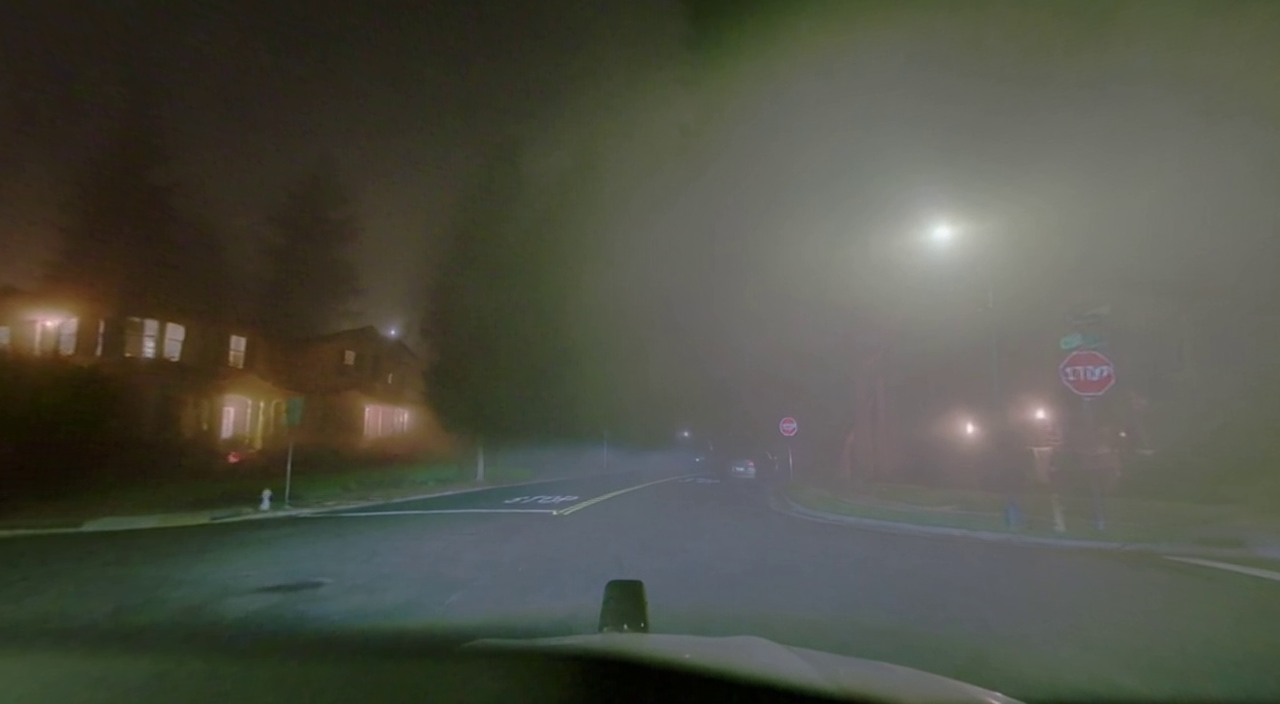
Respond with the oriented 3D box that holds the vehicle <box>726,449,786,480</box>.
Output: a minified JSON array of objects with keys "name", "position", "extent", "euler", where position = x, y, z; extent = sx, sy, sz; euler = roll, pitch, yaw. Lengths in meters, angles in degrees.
[{"name":"vehicle","position":[6.979,6.641,37.483],"extent":[2.692,1.649,4.689],"euler":[-3,-9,20]}]
